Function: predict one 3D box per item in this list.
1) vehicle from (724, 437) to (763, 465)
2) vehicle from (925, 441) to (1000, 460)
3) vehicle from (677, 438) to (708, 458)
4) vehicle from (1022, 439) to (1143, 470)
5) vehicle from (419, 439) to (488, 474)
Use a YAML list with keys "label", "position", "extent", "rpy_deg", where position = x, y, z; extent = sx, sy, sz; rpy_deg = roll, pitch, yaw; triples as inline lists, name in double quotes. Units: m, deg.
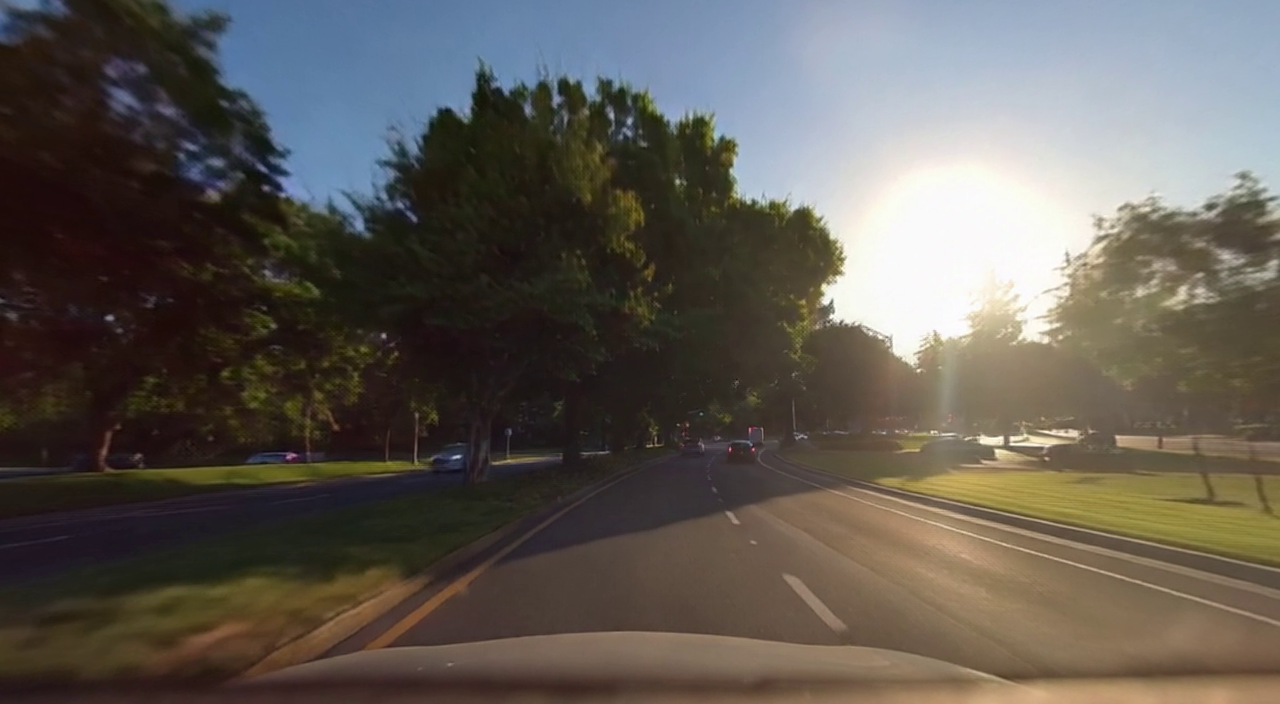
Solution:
- label: "vehicle"
  position: [5.973, 5.767, 36.941]
  extent: [1.989, 1.497, 4.436]
  rpy_deg: [-1, -8, 6]
- label: "vehicle"
  position: [24.129, 7.406, 47.369]
  extent: [4.627, 1.418, 1.800]
  rpy_deg: [-2, -9, 10]
- label: "vehicle"
  position: [4.191, 7.576, 49.808]
  extent: [2.066, 1.482, 4.273]
  rpy_deg: [-2, -9, 9]
- label: "vehicle"
  position: [22.513, 5.226, 32.224]
  extent: [4.322, 1.467, 2.457]
  rpy_deg: [0, -8, -2]
- label: "vehicle"
  position: [-10.021, 5.643, 34.304]
  extent: [1.969, 1.755, 4.518]
  rpy_deg: [-1, -9, 6]
